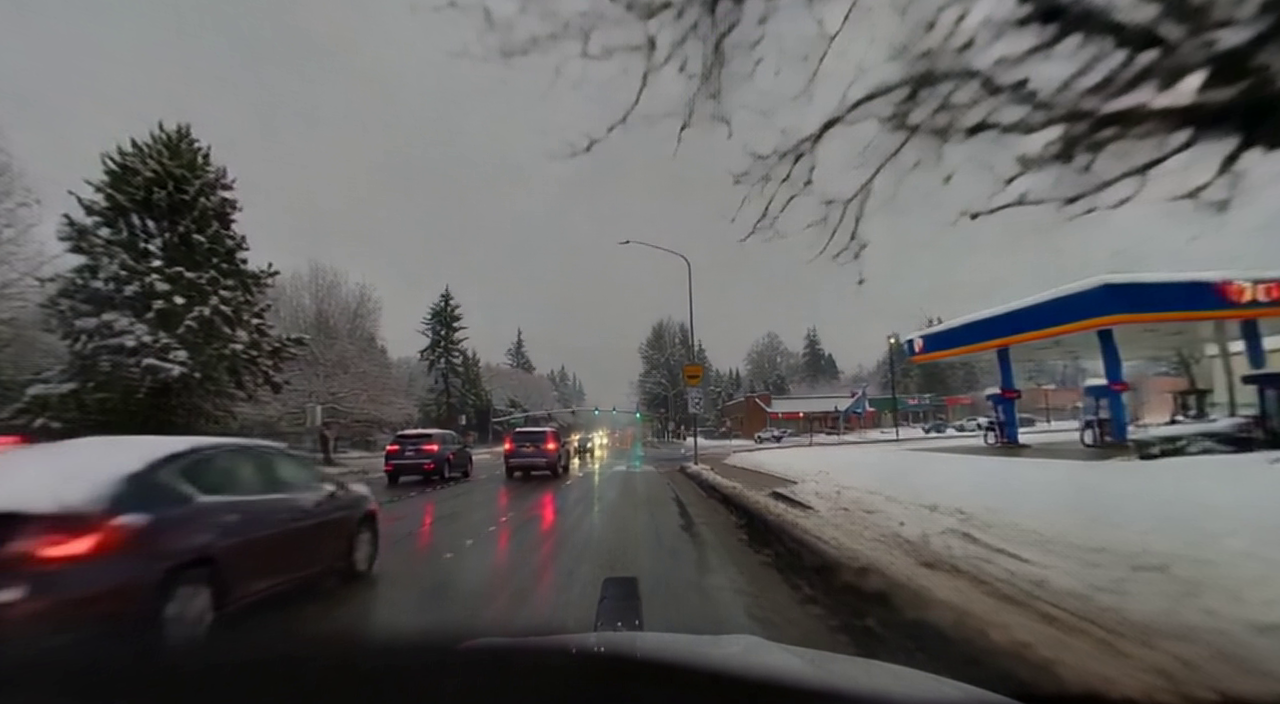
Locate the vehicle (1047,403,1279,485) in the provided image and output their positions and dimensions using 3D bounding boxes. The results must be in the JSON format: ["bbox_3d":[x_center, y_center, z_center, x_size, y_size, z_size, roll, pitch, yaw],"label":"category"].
[{"bbox_3d":[12.202,2.058,14.343,4.385,1.439,1.912,-5,-7,4],"label":"vehicle"}]

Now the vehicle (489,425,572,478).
[{"bbox_3d":[-3.990,3.729,23.853,2.306,1.815,4.476,0,-8,1],"label":"vehicle"}]

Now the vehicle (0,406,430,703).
[{"bbox_3d":[-3.385,1.279,4.959,1.888,1.452,4.303,0,-8,1],"label":"vehicle"}]
